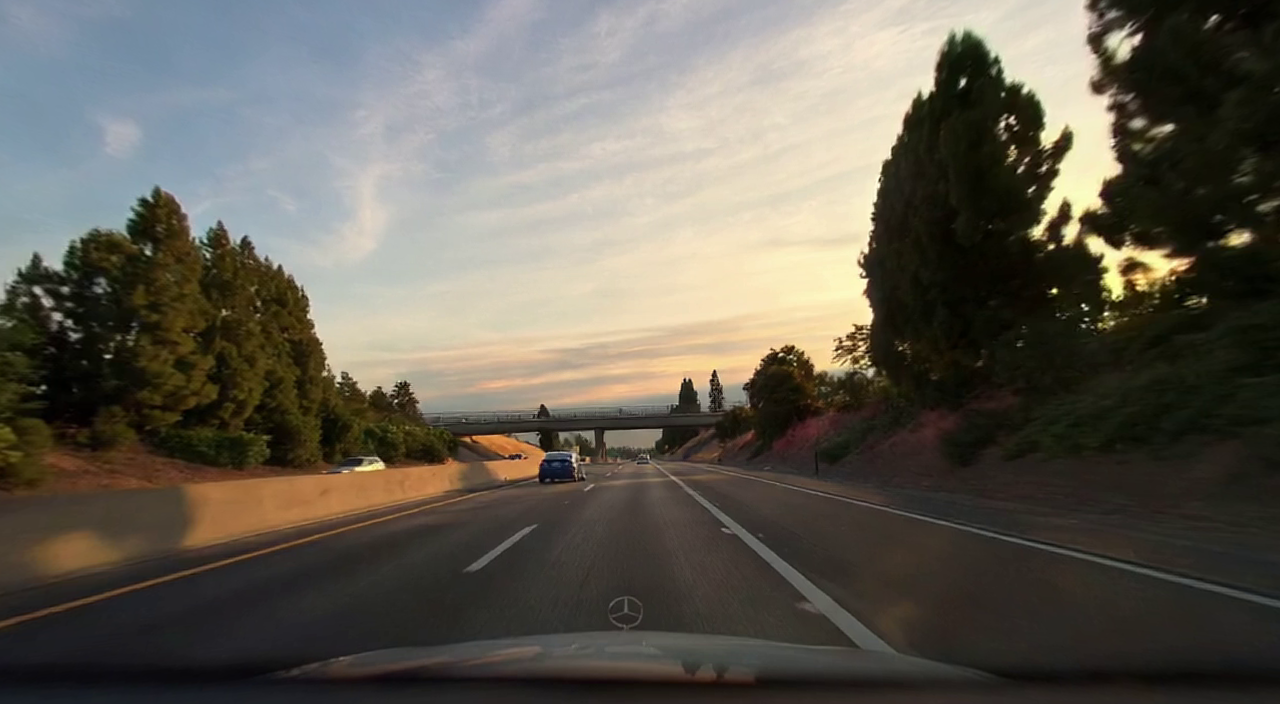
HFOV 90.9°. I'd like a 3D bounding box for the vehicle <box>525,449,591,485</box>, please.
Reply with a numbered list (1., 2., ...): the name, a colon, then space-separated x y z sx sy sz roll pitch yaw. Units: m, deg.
1. vehicle: -3.488 5.017 27.799 2.293 1.462 4.452 0 -9 0
